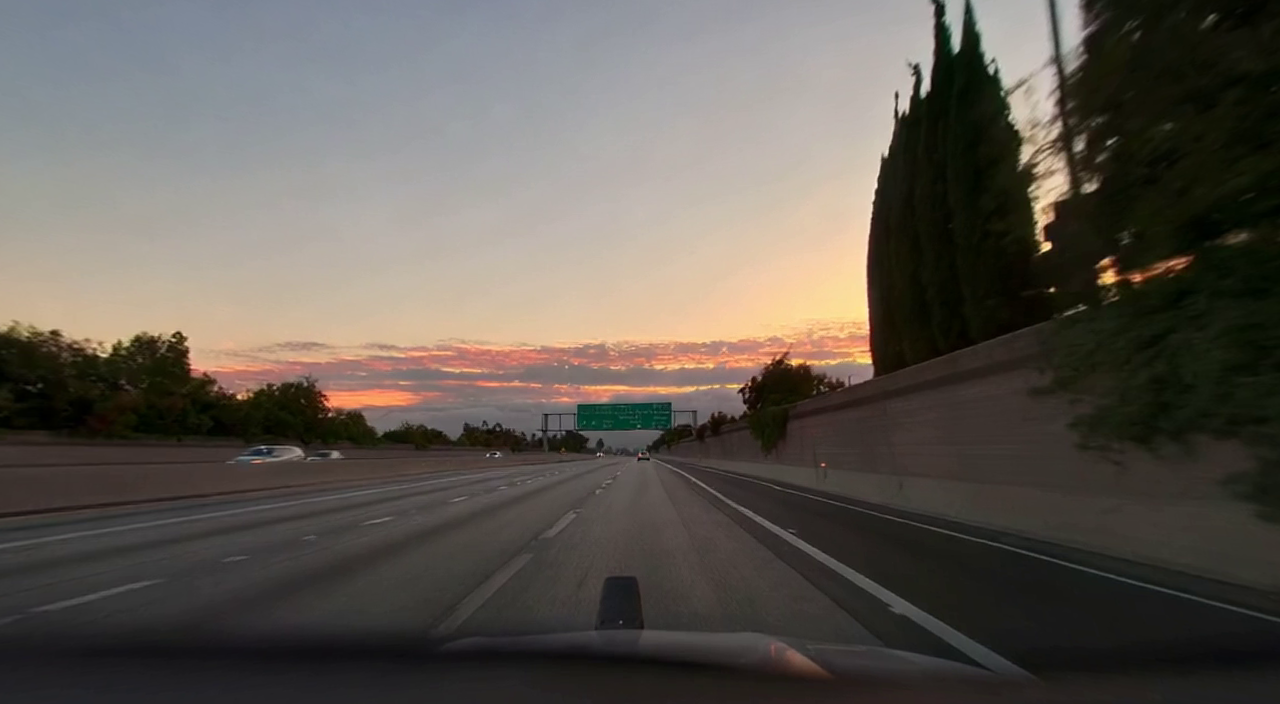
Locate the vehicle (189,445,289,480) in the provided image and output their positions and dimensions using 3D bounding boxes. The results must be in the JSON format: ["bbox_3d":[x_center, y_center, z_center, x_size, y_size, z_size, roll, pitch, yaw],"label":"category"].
[{"bbox_3d":[-18.473,5.086,29.259,1.886,1.493,4.093,0,-9,1],"label":"vehicle"}]
